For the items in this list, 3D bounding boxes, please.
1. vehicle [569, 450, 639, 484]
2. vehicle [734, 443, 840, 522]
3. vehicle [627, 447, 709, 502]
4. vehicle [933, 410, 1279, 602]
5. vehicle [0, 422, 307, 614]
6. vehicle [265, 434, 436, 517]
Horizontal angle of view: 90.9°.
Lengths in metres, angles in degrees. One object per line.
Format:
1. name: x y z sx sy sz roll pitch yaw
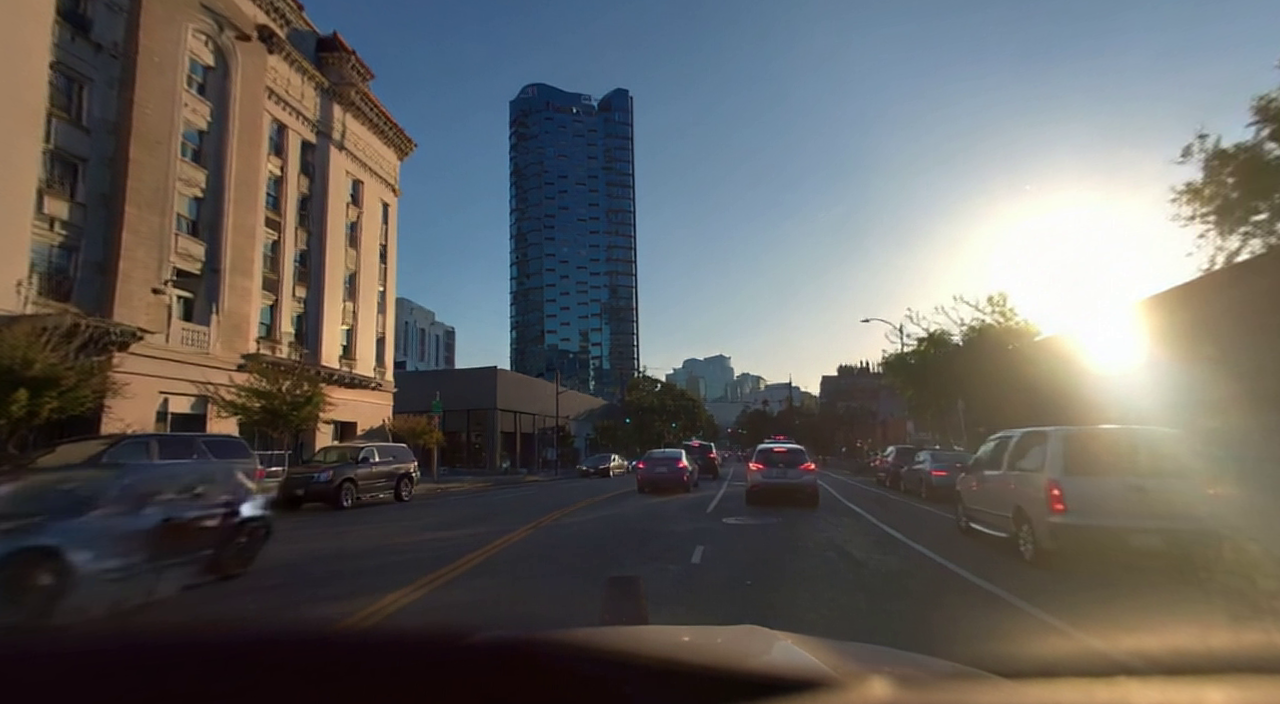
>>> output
1. vehicle: -1.695 5.670 31.499 1.928 1.503 4.322 -3 -9 20
2. vehicle: 3.265 2.851 14.408 1.982 1.510 4.144 -2 -9 11
3. vehicle: 0.943 3.615 19.141 2.031 1.461 3.763 -1 -9 9
4. vehicle: 5.561 1.791 8.335 2.088 1.775 4.454 -2 -9 13
5. vehicle: -6.037 1.592 6.714 2.086 1.565 4.281 -2 -9 11
6. vehicle: -7.749 3.290 17.421 1.934 1.770 4.546 -9 -9 10
